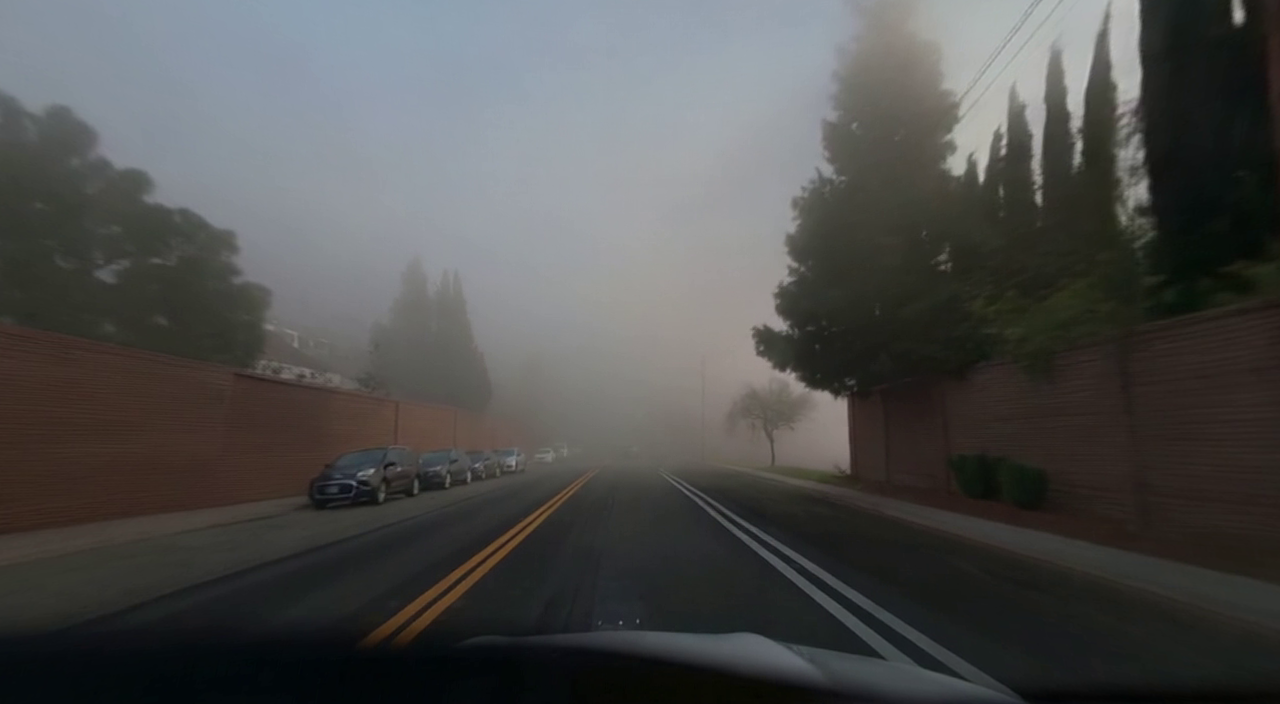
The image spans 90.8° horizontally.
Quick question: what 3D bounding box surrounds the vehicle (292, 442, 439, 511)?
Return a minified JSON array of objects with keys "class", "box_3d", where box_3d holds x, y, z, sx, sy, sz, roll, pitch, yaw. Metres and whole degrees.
[{"class":"vehicle","box_3d":[-7.015,3.178,16.777,1.899,1.485,4.593,2,-8,-2]}]
